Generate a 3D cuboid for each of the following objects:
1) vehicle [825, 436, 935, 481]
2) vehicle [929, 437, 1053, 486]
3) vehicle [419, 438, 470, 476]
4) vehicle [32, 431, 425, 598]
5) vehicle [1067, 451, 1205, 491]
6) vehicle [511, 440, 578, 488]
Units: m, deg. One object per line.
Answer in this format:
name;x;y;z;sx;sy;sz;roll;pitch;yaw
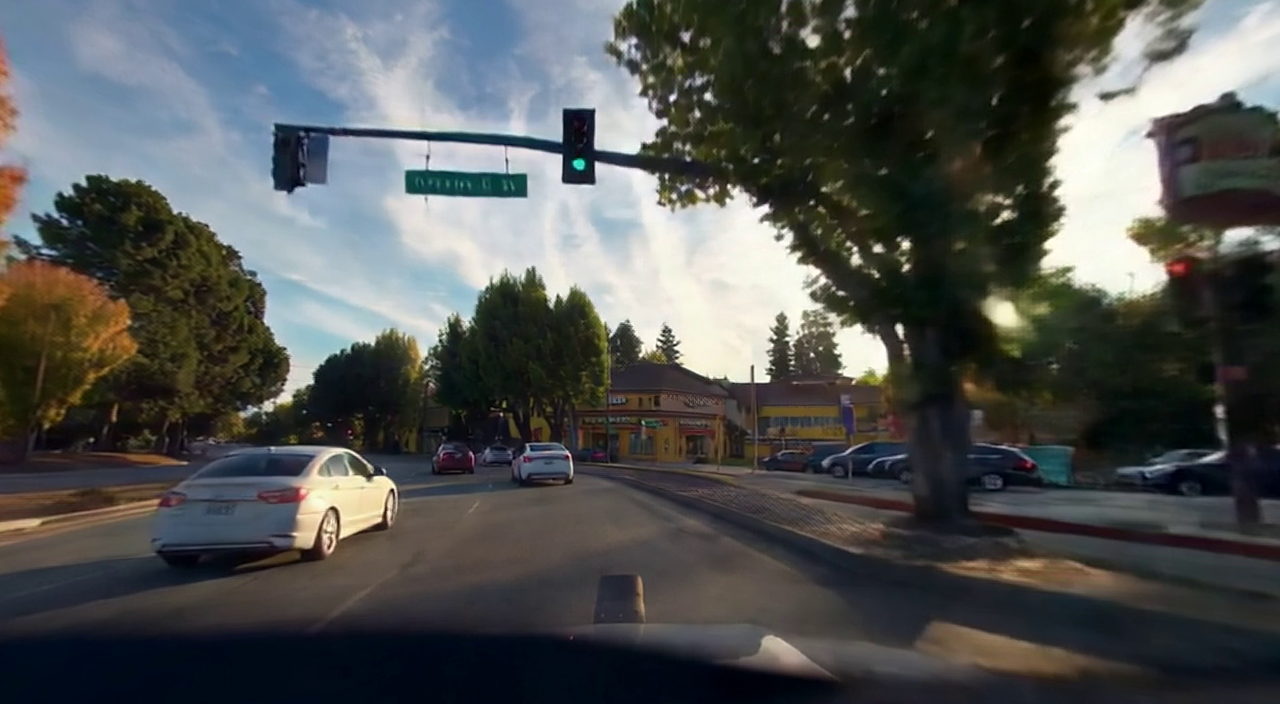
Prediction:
vehicle;8.729;3.913;23.428;1.919;1.489;4.889;0;-8;-4
vehicle;11.534;3.613;21.032;1.762;1.453;3.976;0;-8;-2
vehicle;-8.883;4.768;28.889;2.042;1.593;3.956;2;-9;-15
vehicle;-4.559;1.831;8.206;2.105;1.477;4.857;0;-8;-4
vehicle;18.527;4.435;23.611;3.800;1.369;1.759;1;-8;-5
vehicle;-3.417;3.823;21.880;2.001;1.483;4.442;2;-9;-12
